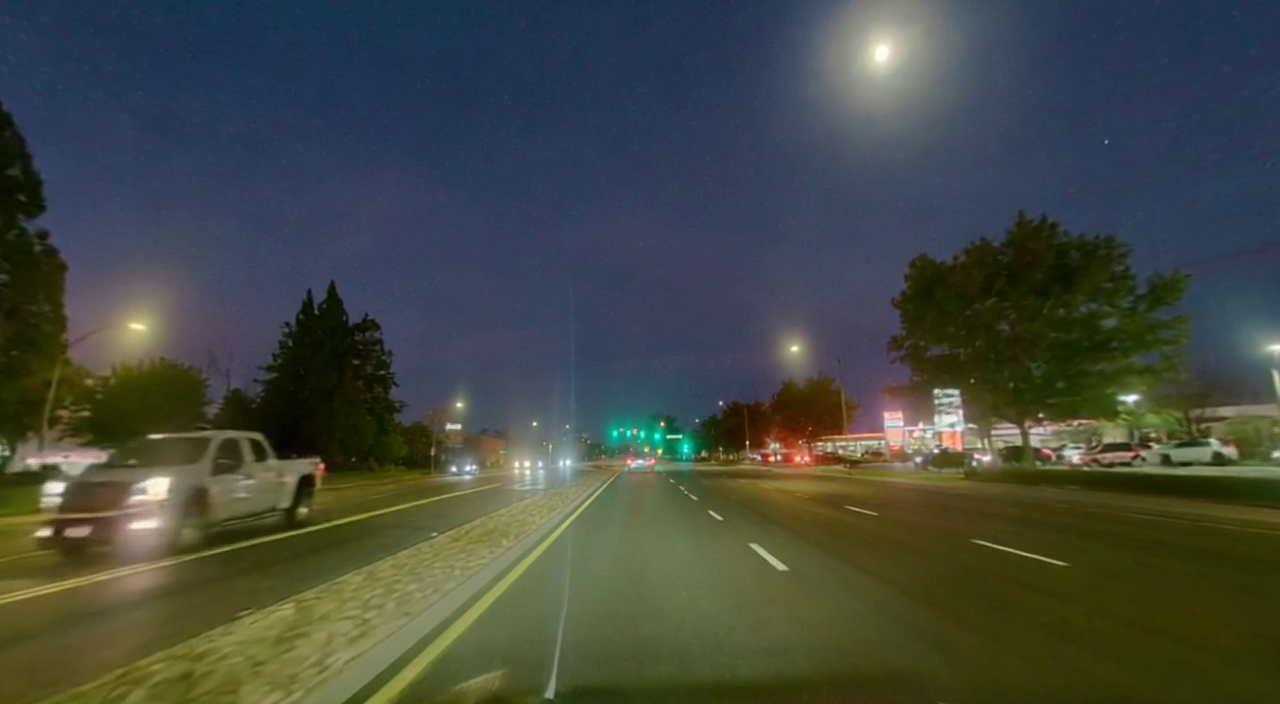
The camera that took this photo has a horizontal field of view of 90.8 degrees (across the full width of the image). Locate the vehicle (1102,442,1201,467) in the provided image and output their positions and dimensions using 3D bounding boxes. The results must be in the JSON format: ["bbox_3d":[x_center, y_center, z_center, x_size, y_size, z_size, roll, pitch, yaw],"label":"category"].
[{"bbox_3d":[32.215,6.480,39.895,4.458,1.529,1.937,0,-9,1],"label":"vehicle"}]

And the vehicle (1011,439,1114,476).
[{"bbox_3d":[20.987,5.208,31.362,4.558,1.657,2.149,4,-10,-27],"label":"vehicle"}]

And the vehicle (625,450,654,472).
[{"bbox_3d":[-0.052,8.140,47.292,2.065,1.521,4.306,0,-9,-1],"label":"vehicle"}]

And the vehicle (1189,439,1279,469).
[{"bbox_3d":[33.464,5.632,34.973,4.324,1.592,1.877,0,-9,-2],"label":"vehicle"}]

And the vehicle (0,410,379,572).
[{"bbox_3d":[-7.756,2.407,12.097,2.575,2.178,6.917,0,-9,0],"label":"vehicle"}]
